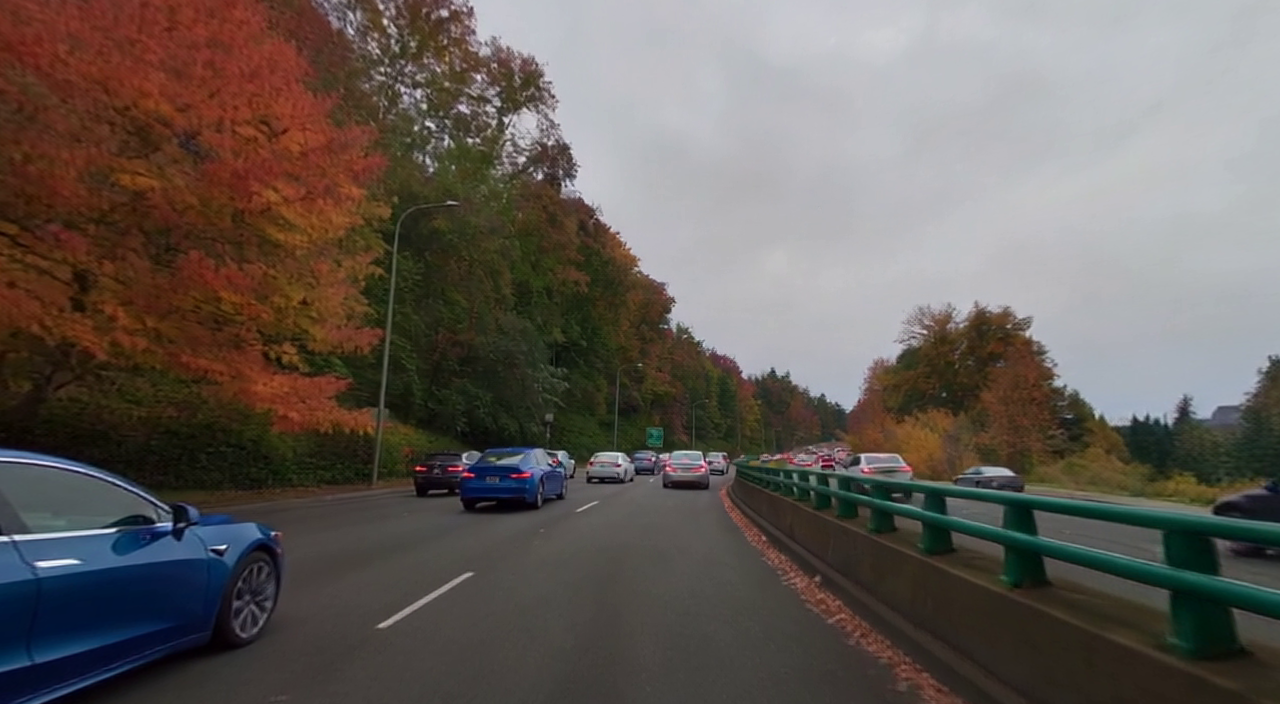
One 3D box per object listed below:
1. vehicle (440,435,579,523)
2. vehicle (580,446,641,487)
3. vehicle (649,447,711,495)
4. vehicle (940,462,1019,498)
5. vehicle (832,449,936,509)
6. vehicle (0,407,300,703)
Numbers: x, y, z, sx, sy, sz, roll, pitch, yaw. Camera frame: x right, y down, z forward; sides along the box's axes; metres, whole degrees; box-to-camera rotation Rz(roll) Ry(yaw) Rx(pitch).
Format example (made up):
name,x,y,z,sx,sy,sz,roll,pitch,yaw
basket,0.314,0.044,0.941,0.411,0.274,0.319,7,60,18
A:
name,x,y,z,sx,sy,sz,roll,pitch,yaw
vehicle,-2.752,2.796,14.482,1.979,1.663,4.513,0,-9,3
vehicle,-1.208,5.034,28.030,1.930,1.635,4.260,-1,-9,8
vehicle,1.514,4.201,22.658,2.015,1.506,4.276,0,-9,6
vehicle,16.396,6.179,30.688,1.816,1.481,4.422,-1,-9,7
vehicle,7.361,3.821,19.452,1.768,1.634,4.064,0,-9,3
vehicle,-3.447,0.939,2.273,1.921,1.503,4.317,0,-9,1
